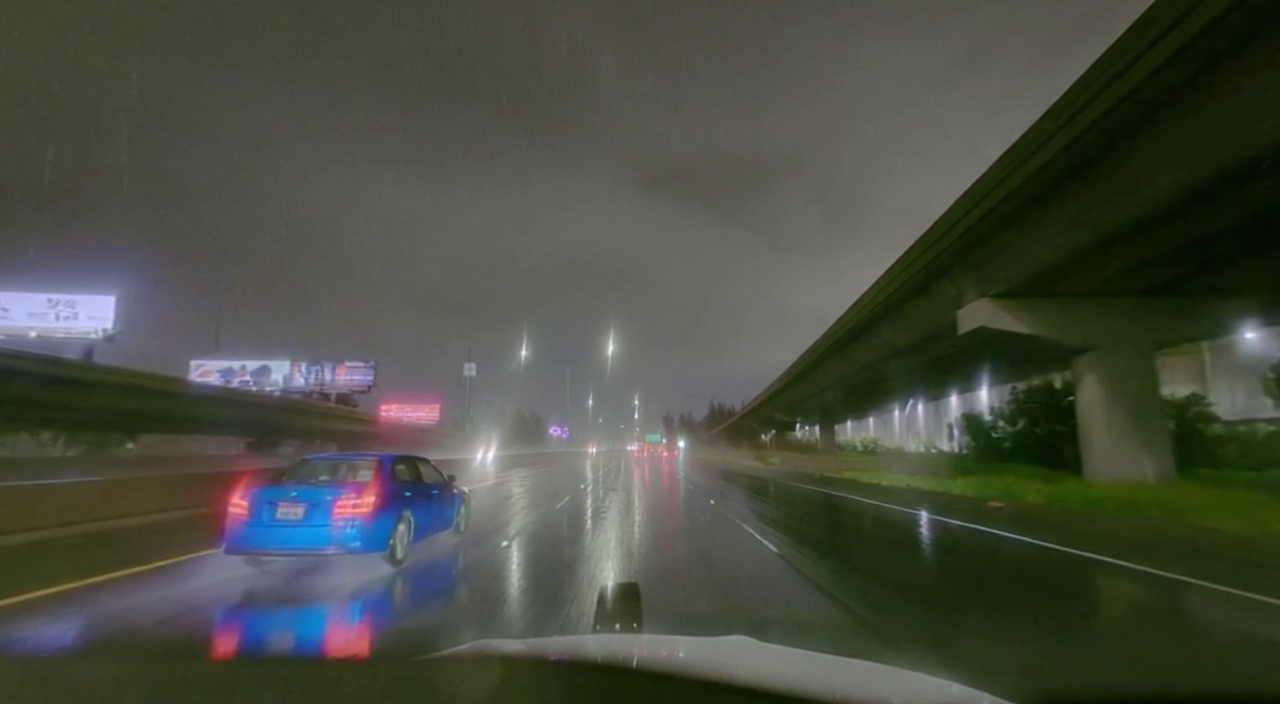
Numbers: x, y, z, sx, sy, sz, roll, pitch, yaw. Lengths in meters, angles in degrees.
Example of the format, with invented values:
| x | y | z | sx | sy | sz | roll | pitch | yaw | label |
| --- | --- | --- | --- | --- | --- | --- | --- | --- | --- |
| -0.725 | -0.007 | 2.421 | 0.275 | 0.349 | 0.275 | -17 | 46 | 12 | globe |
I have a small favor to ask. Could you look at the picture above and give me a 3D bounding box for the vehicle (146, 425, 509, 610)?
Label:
| x | y | z | sx | sy | sz | roll | pitch | yaw | label |
| --- | --- | --- | --- | --- | --- | --- | --- | --- | --- |
| -3.140 | 1.753 | 7.712 | 2.029 | 1.557 | 4.570 | 0 | -9 | 1 | vehicle |
